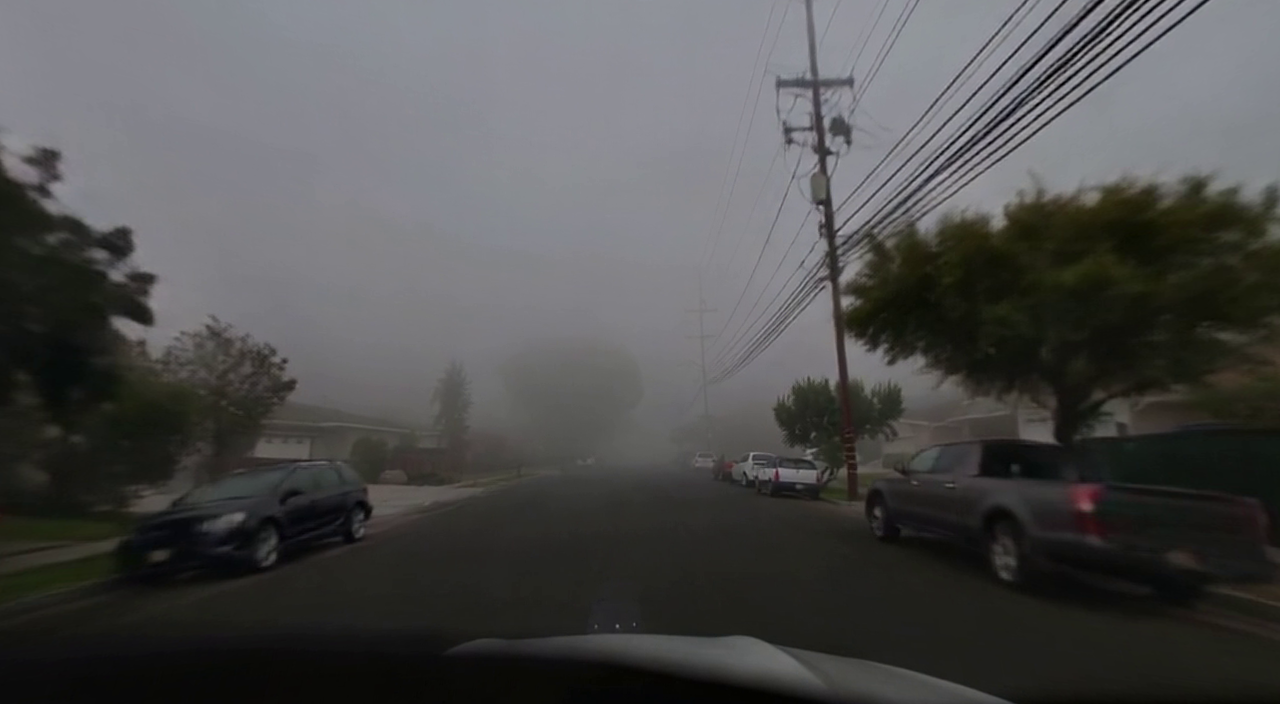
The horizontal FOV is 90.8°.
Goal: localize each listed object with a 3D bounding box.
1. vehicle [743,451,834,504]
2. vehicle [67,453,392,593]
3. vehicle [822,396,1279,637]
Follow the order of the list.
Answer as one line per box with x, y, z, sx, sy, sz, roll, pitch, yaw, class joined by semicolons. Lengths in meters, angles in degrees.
4.662;3.976;20.512;1.859;1.469;4.550;0;-9;0;vehicle
-5.421;2.256;9.213;1.856;1.499;4.216;0;-9;1;vehicle
4.542;1.766;8.142;2.462;1.894;6.076;0;-9;-1;vehicle
